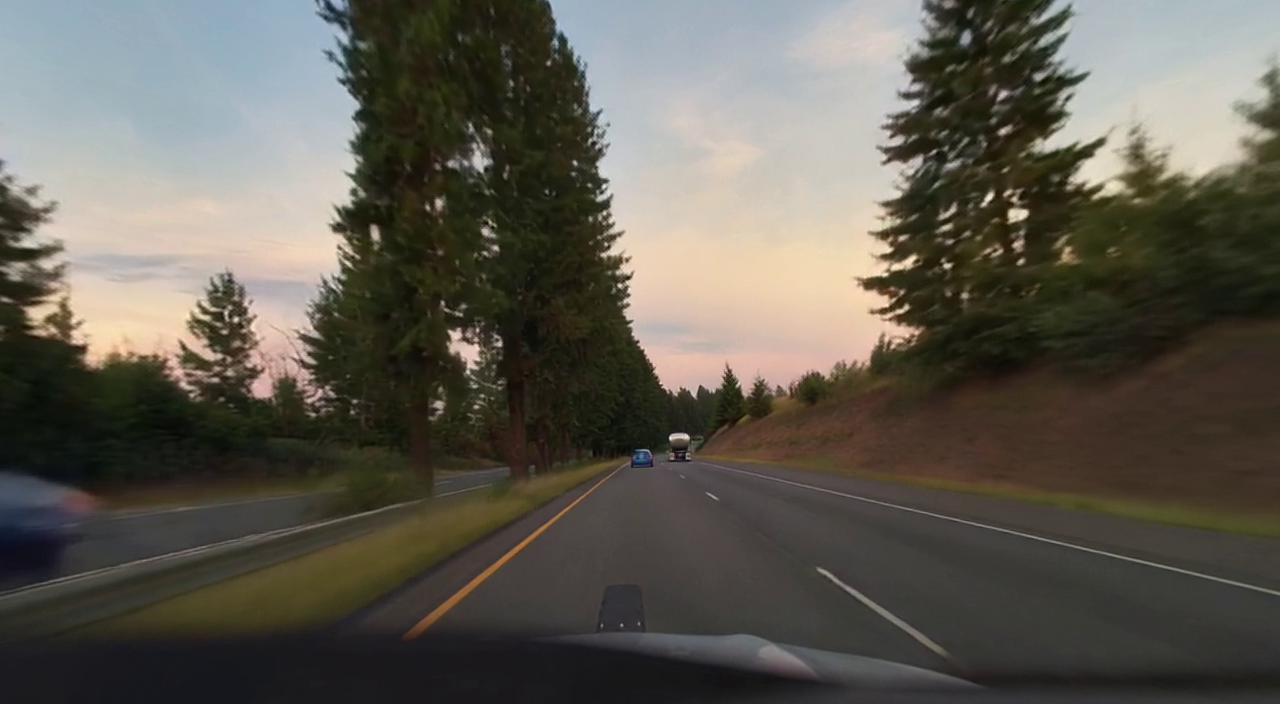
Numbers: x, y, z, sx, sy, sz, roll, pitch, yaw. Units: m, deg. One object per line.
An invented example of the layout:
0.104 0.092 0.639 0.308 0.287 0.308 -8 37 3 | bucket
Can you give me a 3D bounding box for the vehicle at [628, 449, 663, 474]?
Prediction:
0.292 6.367 36.847 1.926 1.386 3.615 0 -9 0 | vehicle
